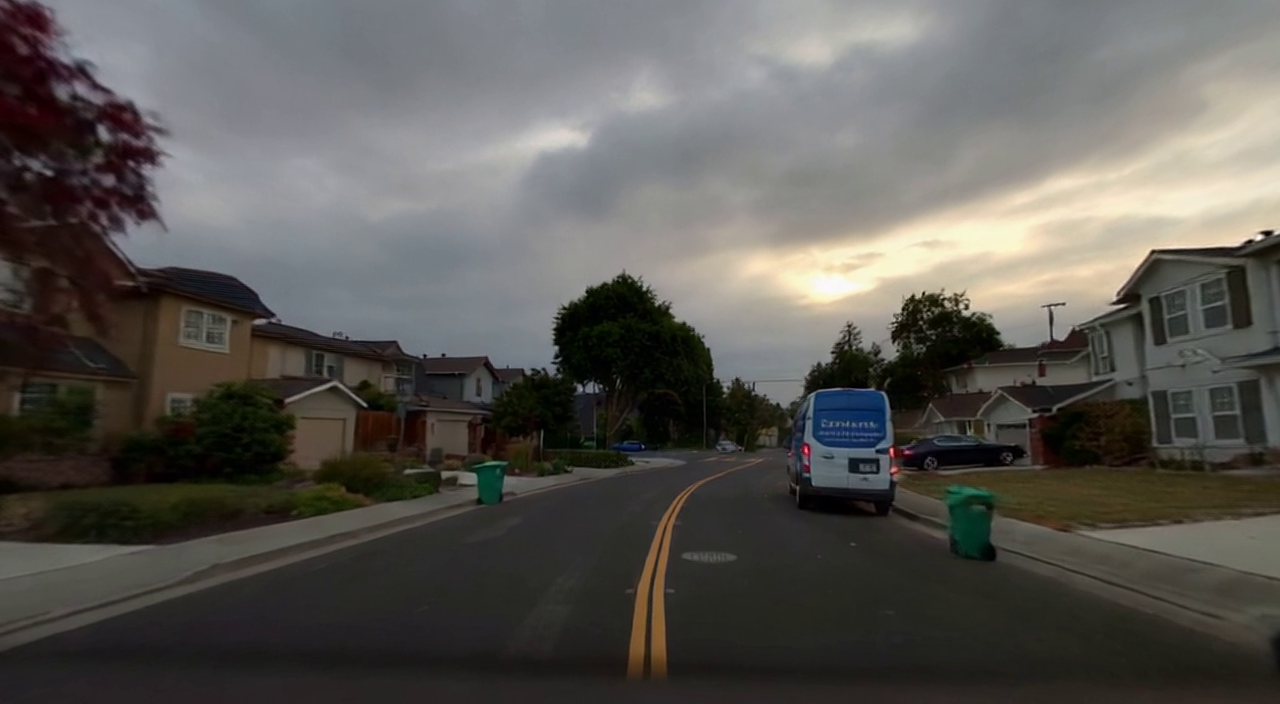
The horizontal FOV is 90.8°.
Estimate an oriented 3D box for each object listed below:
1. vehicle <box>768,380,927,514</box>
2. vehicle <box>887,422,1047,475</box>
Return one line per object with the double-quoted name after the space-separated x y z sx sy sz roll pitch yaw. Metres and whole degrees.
4.871 2.403 16.132 2.684 2.712 6.197 -1 -9 8 "vehicle"
12.181 3.696 23.898 4.791 1.472 2.114 -7 -11 9 "vehicle"
